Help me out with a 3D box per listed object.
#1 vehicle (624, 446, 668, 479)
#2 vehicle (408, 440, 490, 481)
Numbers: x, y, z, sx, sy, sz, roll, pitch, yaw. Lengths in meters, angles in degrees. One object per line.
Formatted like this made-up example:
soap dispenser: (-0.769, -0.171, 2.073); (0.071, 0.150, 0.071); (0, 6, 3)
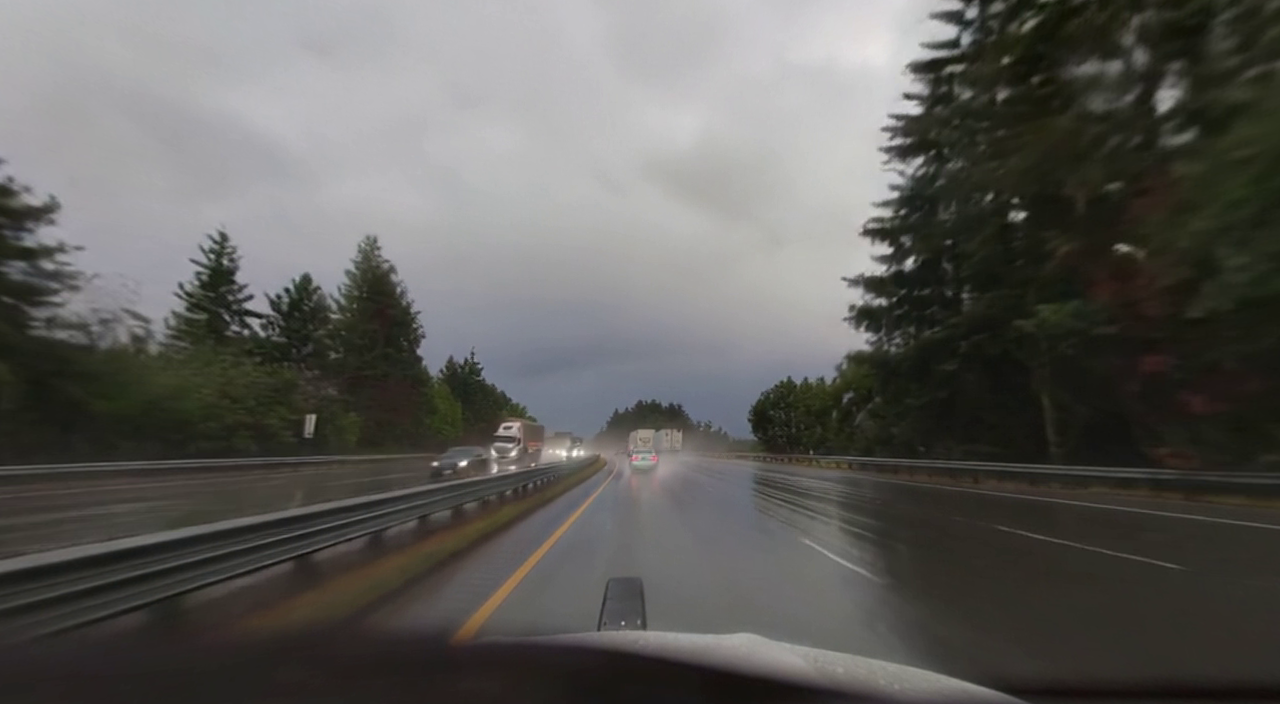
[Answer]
vehicle: (0.233, 5.443, 31.384); (2.069, 1.523, 4.012); (0, -9, -2)
vehicle: (-7.534, 4.340, 25.364); (1.978, 1.485, 4.330); (0, -9, 0)
